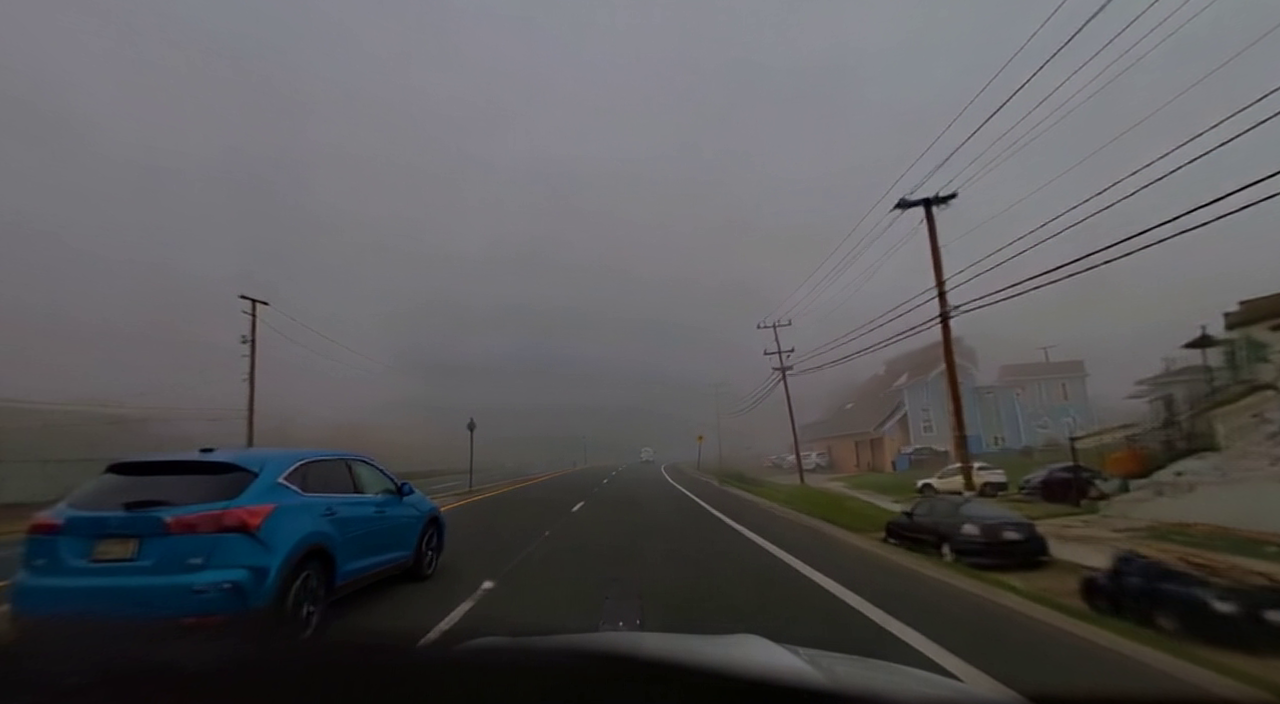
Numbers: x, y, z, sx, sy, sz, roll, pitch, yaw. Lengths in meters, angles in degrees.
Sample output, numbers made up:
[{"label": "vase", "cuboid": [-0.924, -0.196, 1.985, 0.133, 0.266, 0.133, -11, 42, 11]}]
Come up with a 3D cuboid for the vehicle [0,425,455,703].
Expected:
[{"label": "vehicle", "cuboid": [-3.031, 1.382, 4.826, 1.972, 1.496, 4.150, 0, -9, 0]}]

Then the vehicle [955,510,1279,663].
[{"label": "vehicle", "cuboid": [7.127, 3.512, 10.216, 1.791, 1.445, 4.412, 0, -9, 0]}]

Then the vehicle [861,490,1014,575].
[{"label": "vehicle", "cuboid": [7.282, 4.438, 15.992, 1.976, 1.563, 3.852, 0, -9, 0]}]

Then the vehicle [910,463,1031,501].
[{"label": "vehicle", "cuboid": [16.829, 6.635, 32.389, 4.995, 1.794, 2.020, -1, -9, 4]}]
